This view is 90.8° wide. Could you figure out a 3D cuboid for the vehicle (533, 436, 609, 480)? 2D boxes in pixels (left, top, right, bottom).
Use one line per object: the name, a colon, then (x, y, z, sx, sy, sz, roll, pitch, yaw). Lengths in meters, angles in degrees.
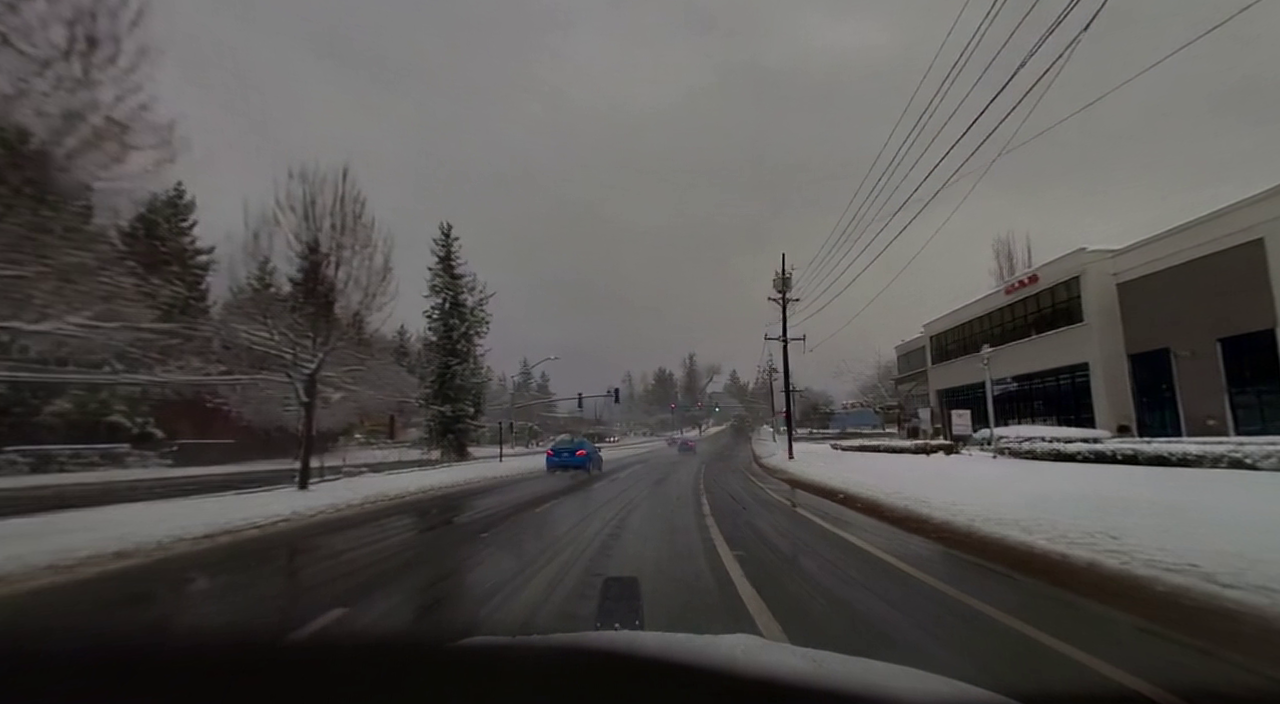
vehicle: (-2.490, 3.985, 24.009, 1.928, 1.488, 4.635, -1, -8, 6)
